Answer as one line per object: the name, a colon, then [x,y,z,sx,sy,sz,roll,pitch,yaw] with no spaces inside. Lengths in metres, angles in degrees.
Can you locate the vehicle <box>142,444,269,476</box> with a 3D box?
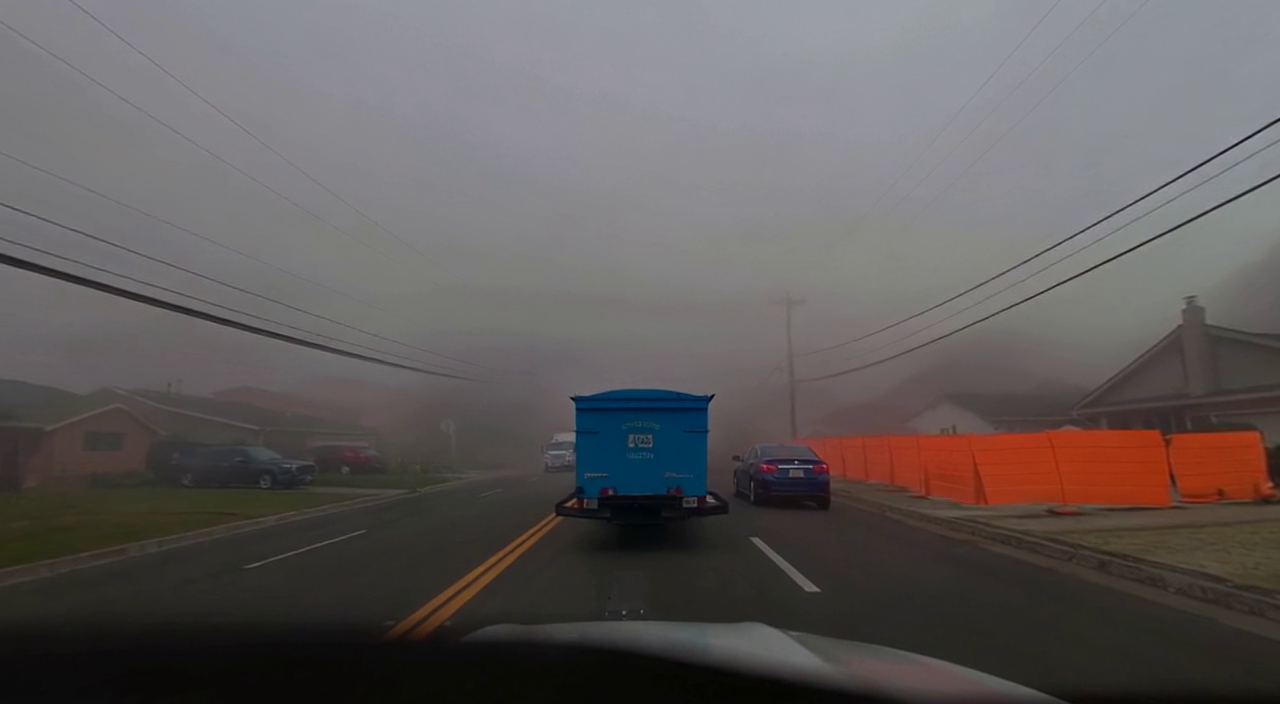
vehicle: [-20.407,5.066,29.587,4.706,1.468,1.817,0,-8,3]

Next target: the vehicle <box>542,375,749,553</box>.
vehicle: [0.074,1.959,11.639,2.751,2.361,6.347,0,-8,0]

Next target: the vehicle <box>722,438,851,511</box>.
vehicle: [3.325,2.881,15.295,2.010,1.499,4.481,0,-8,-1]

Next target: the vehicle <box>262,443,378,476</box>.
vehicle: [-15.157,5.095,29.912,4.490,1.500,1.875,0,-8,-2]
